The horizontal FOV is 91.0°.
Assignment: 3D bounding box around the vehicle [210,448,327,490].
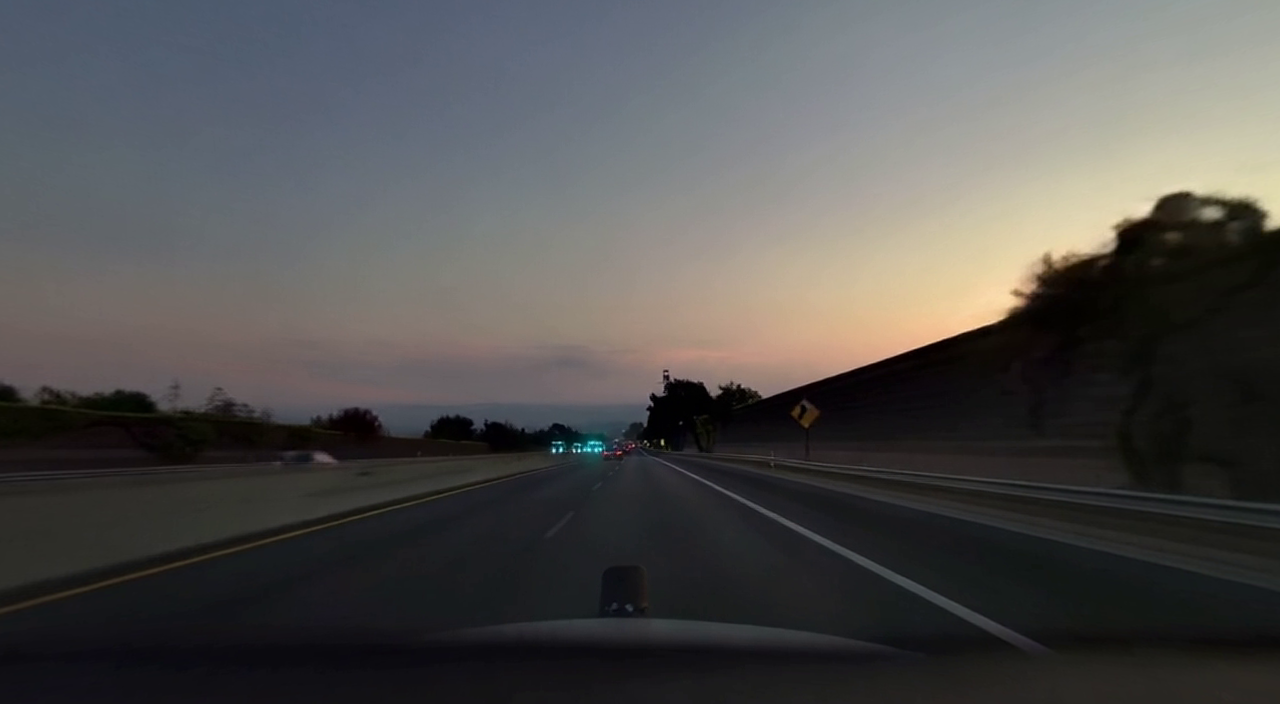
[{"bbox_3d":[-15.277,4.814,26.221,2.046,1.530,4.596,0,-8,0],"label":"vehicle"}]
